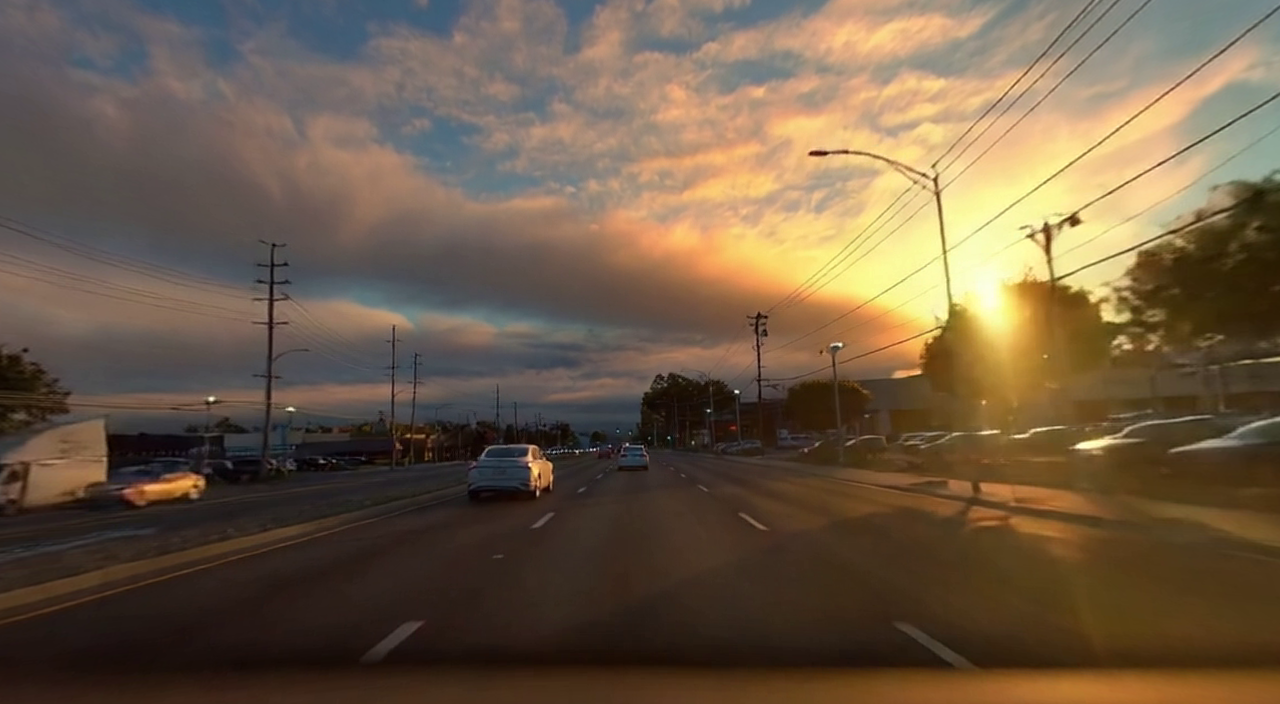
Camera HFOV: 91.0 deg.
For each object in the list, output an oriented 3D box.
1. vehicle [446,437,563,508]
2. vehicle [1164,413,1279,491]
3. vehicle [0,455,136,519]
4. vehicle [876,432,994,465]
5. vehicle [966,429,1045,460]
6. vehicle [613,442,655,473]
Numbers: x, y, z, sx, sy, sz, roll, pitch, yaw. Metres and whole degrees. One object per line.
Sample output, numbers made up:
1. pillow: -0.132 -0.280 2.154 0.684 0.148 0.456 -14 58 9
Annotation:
1. vehicle: -3.178 2.920 15.734 1.939 1.496 4.309 0 -9 0
2. vehicle: 14.365 2.128 13.560 4.249 1.527 2.094 0 -9 -1
3. vehicle: -23.087 5.046 24.202 2.416 2.082 6.190 0 -9 -2
4. vehicle: 13.995 4.591 30.075 4.630 1.497 2.016 0 -9 0
5. vehicle: 19.185 4.897 33.267 1.813 1.503 3.864 0 -9 0
6. vehicle: -0.328 5.385 32.370 2.019 1.459 4.005 0 -9 -1
